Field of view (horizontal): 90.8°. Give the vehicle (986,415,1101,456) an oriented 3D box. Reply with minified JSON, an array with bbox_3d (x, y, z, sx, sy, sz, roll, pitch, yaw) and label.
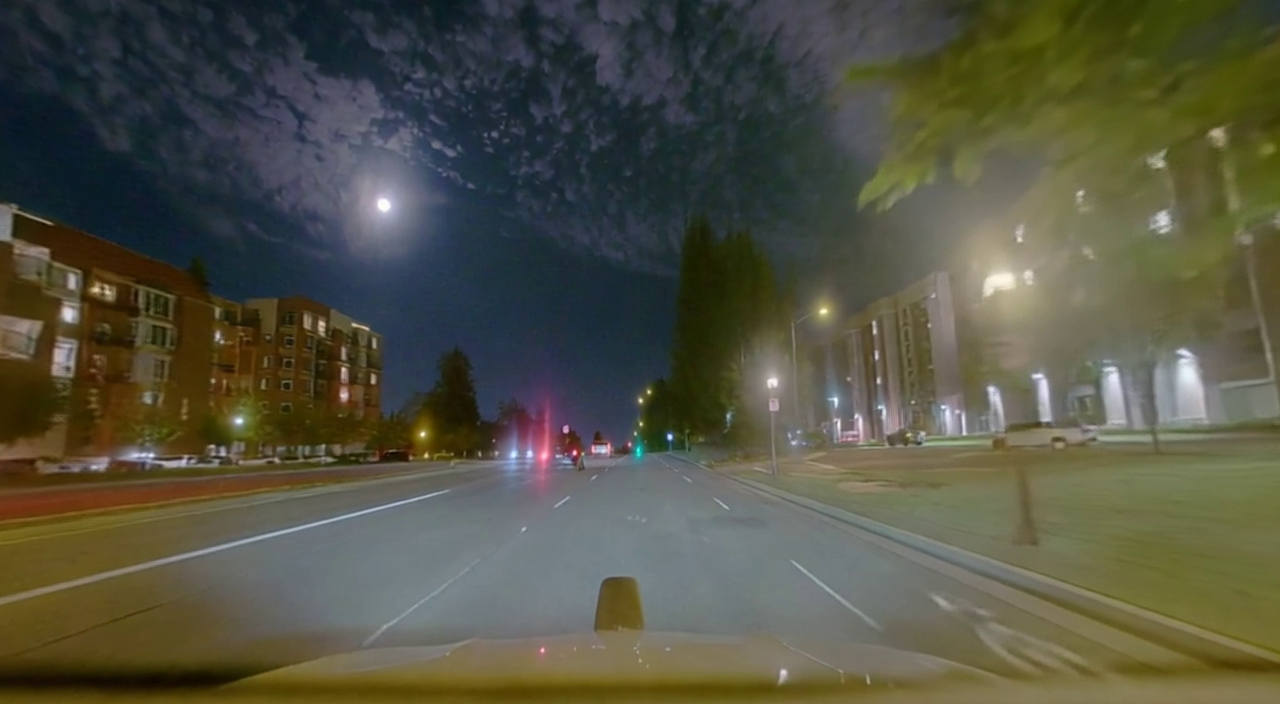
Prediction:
[{"bbox_3d":[17.671,3.721,28.010,1.995,1.554,4.943,-3,-8,3],"label":"vehicle"}]

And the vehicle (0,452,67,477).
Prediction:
[{"bbox_3d":[-48.735,8.861,49.987,4.659,1.880,2.097,0,-9,0],"label":"vehicle"}]

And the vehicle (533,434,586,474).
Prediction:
[{"bbox_3d":[-3.761,4.859,30.203,1.959,1.741,4.141,0,-8,1],"label":"vehicle"}]
